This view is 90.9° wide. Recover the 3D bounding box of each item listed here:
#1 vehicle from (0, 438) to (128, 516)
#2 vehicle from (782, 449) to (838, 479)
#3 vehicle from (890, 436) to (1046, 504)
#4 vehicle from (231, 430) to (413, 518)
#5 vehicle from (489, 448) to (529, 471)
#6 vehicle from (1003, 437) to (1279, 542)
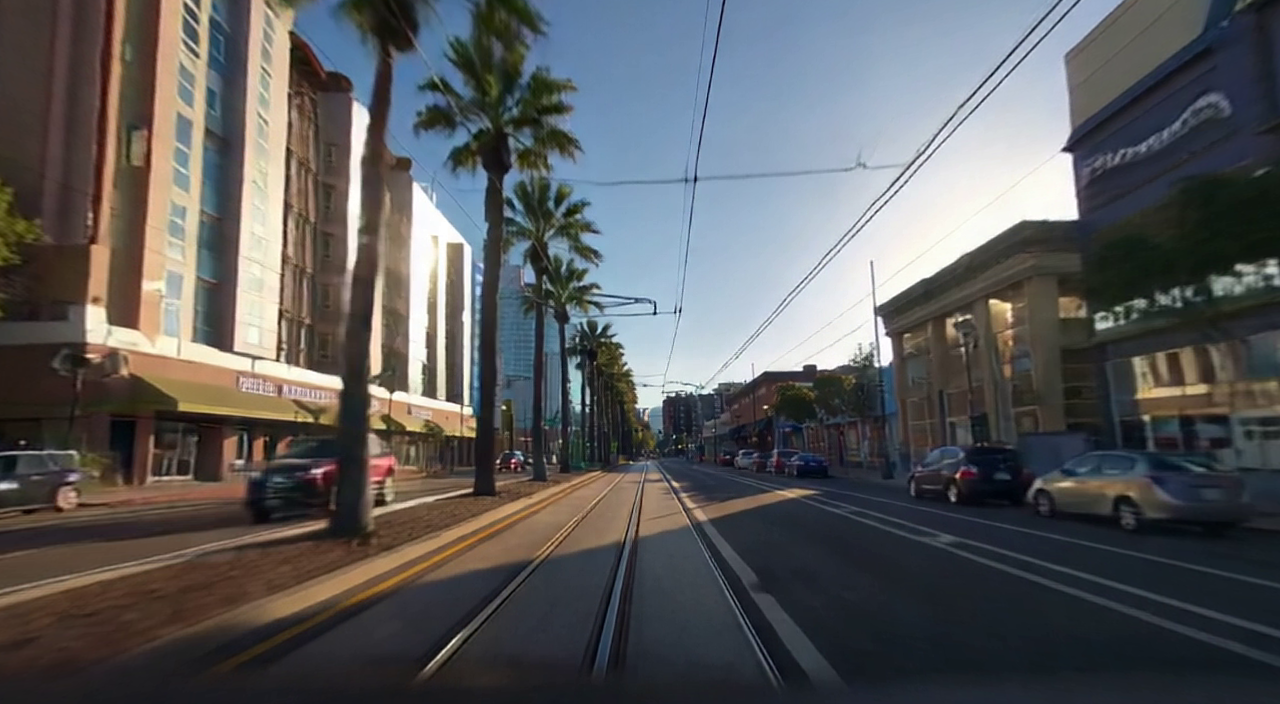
[{"bbox_3d":[-16.022,3.109,15.895,1.971,1.818,4.851,0,-9,2],"label":"vehicle"},{"bbox_3d":[8.890,5.876,33.300,1.733,1.468,4.326,0,-9,0],"label":"vehicle"},{"bbox_3d":[8.707,3.155,17.230,1.878,1.605,4.242,0,-9,-2],"label":"vehicle"},{"bbox_3d":[-7.504,2.909,15.548,2.032,1.824,4.557,0,-9,1],"label":"vehicle"},{"bbox_3d":[-10.233,8.398,49.571,2.042,1.716,4.634,0,-9,2],"label":"vehicle"},{"bbox_3d":[8.660,2.283,11.164,1.816,1.488,4.102,1,-9,-3],"label":"vehicle"}]
